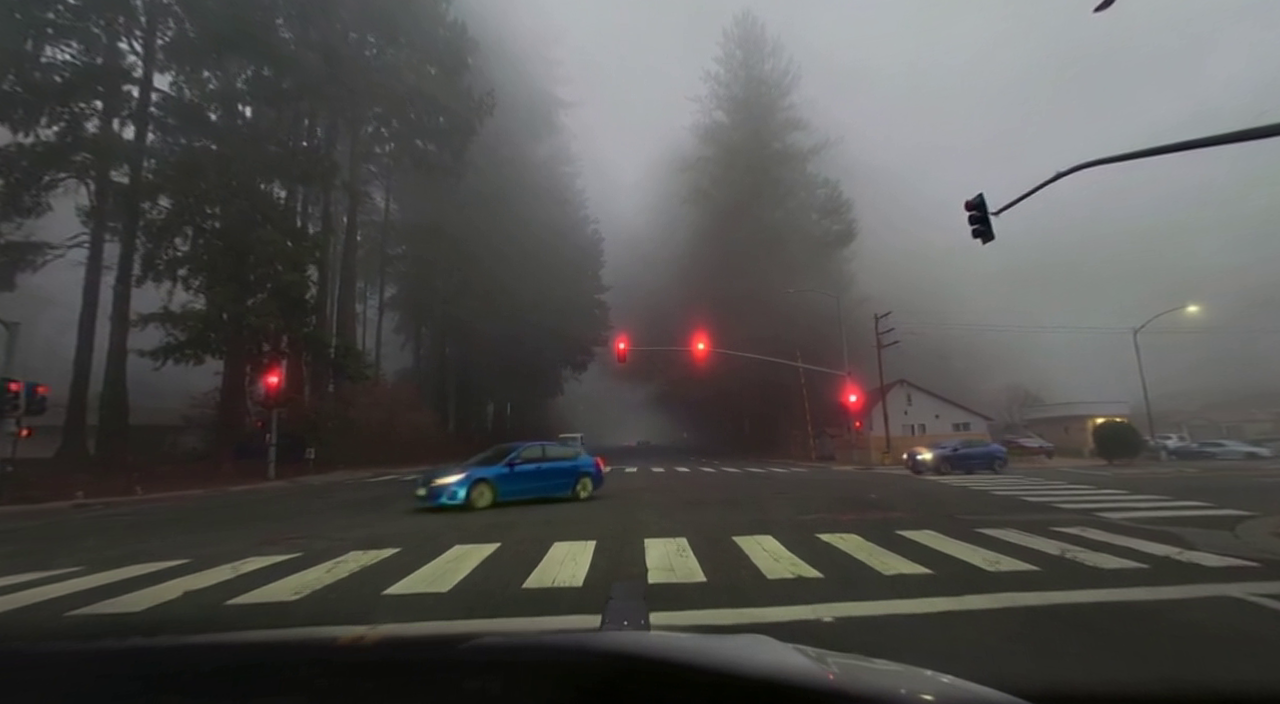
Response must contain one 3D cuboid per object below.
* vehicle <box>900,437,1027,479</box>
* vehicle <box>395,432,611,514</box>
[{"bbox_3d":[12.670,4.121,24.689,4.377,1.523,1.877,3,-9,-20],"label":"vehicle"},{"bbox_3d":[-2.790,2.561,13.897,1.864,1.482,4.528,-6,-10,35],"label":"vehicle"}]
